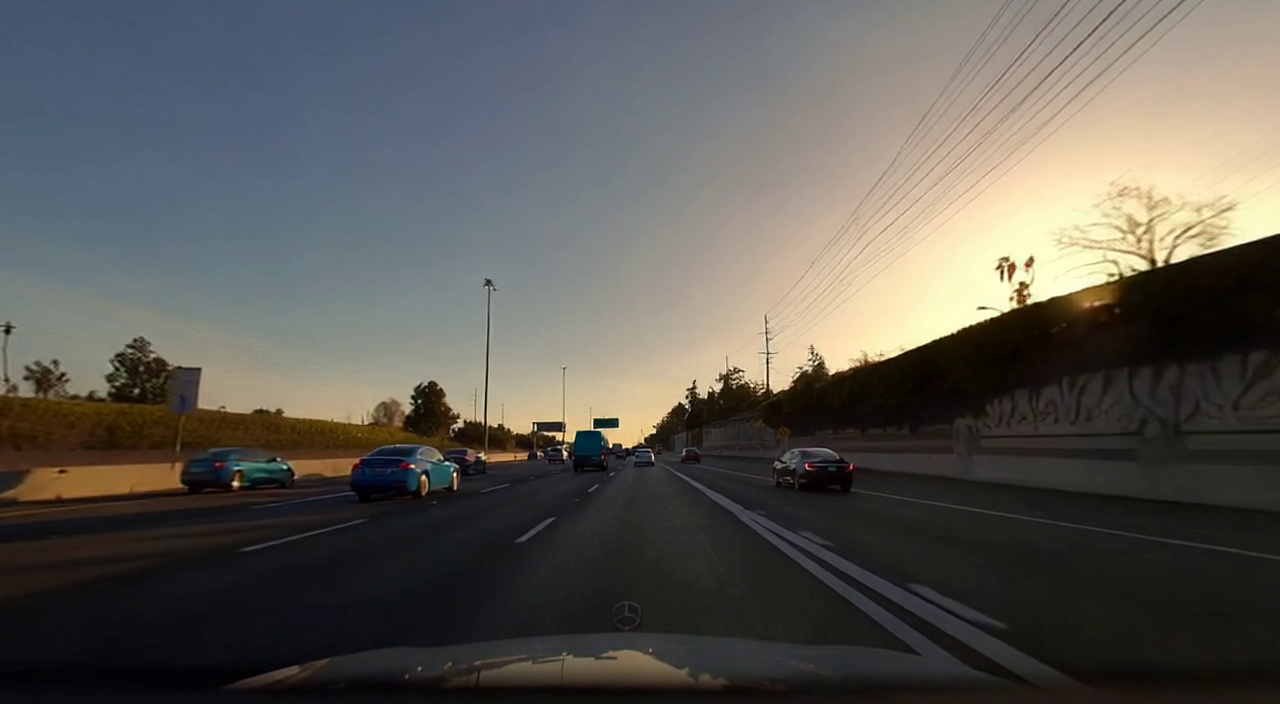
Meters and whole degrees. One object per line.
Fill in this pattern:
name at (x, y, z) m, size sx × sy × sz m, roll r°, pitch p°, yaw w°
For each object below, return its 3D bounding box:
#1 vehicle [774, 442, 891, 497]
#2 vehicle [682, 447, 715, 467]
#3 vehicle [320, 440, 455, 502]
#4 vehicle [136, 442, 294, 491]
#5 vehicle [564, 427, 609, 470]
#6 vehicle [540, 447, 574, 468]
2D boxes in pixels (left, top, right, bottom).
vehicle at (5.656, 3.510, 19.197) m, size 2.052 × 1.470 × 4.364 m, roll 0°, pitch -9°, yaw -2°
vehicle at (4.462, 8.153, 49.034) m, size 2.095 × 1.504 × 4.536 m, roll 0°, pitch -9°, yaw -1°
vehicle at (-6.982, 3.323, 18.018) m, size 1.967 × 1.525 × 4.458 m, roll 0°, pitch -9°, yaw 1°
vehicle at (-14.771, 3.989, 22.365) m, size 2.039 × 1.538 × 5.037 m, roll 0°, pitch -9°, yaw 1°
vehicle at (-3.438, 6.429, 41.891) m, size 2.395 × 2.660 × 5.827 m, roll 0°, pitch -9°, yaw 1°
vehicle at (-6.319, 8.033, 48.178) m, size 1.944 × 1.490 × 4.442 m, roll 0°, pitch -9°, yaw 0°
